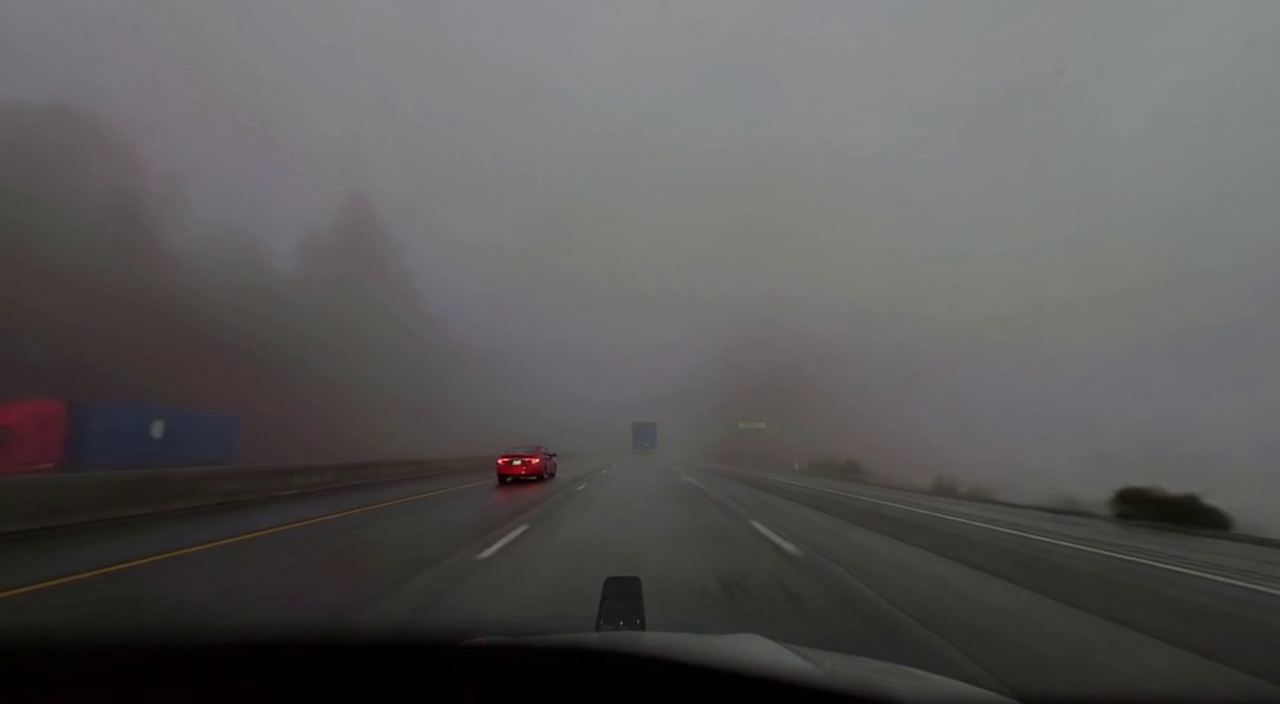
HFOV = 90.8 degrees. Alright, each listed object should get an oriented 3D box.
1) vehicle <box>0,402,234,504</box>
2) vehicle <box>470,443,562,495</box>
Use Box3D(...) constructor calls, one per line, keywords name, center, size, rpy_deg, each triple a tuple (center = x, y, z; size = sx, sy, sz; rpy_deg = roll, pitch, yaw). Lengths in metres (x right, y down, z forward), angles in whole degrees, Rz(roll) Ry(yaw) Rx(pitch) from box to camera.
Box3D(name="vehicle", center=(-24.920, 4.714, 29.782), size=(2.972, 3.912, 10.298), rpy_deg=(-2, -9, 13))
Box3D(name="vehicle", center=(-3.984, 3.855, 21.218), size=(1.999, 1.533, 4.870), rpy_deg=(-1, -9, 1))
